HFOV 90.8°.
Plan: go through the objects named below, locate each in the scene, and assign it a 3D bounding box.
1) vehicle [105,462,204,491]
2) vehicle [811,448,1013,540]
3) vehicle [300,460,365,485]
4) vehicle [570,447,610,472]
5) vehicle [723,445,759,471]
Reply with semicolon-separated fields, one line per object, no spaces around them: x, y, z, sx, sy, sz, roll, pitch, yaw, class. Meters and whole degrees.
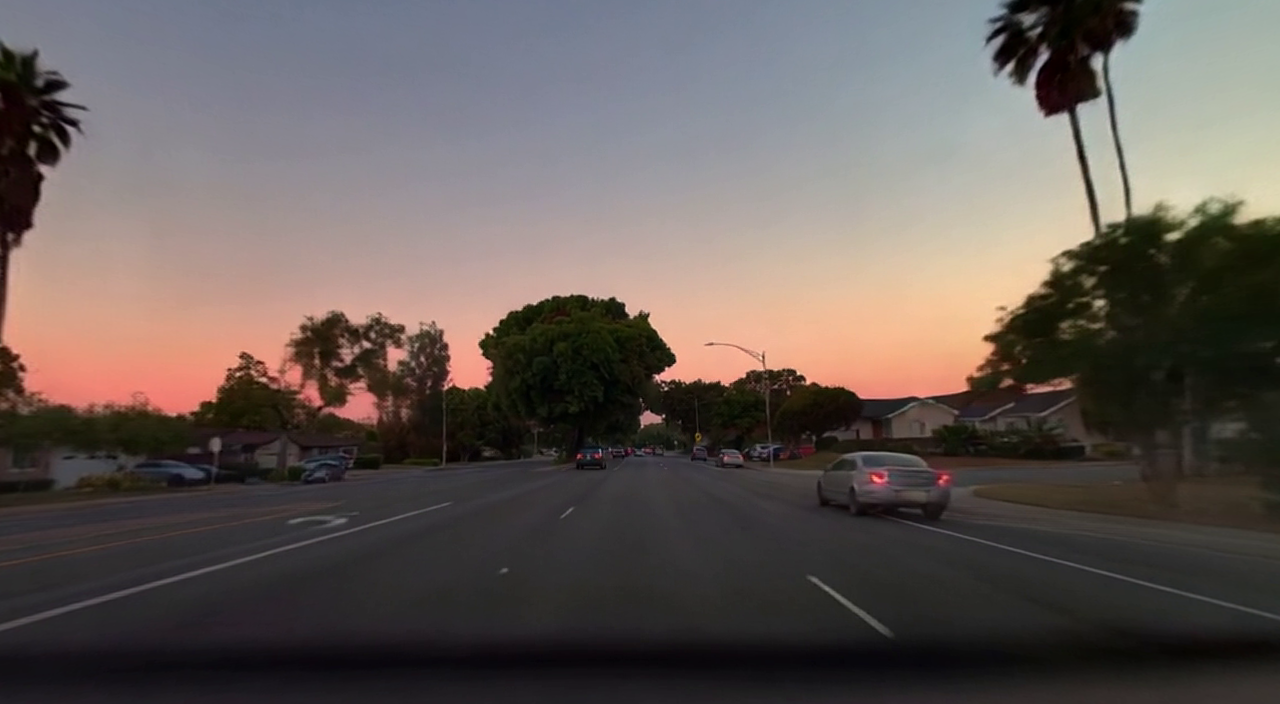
-28.232;7.214;36.837;4.113;1.535;1.952;1;-8;-1;vehicle
4.959;2.623;12.468;2.149;1.421;4.805;-1;-9;4;vehicle
-21.099;8.263;43.575;2.003;1.555;4.921;-1;-10;0;vehicle
-3.245;7.080;41.945;2.263;1.548;4.555;0;-9;0;vehicle
7.897;8.393;49.828;2.006;1.758;4.311;4;-10;0;vehicle
